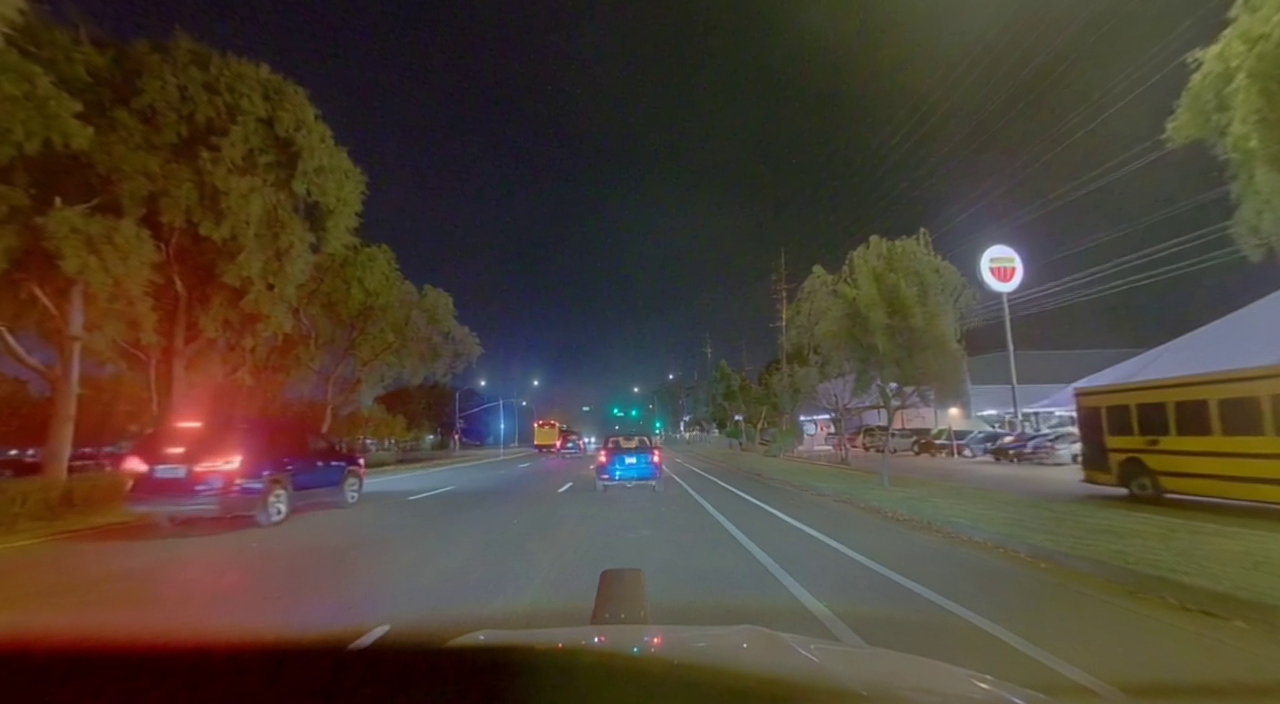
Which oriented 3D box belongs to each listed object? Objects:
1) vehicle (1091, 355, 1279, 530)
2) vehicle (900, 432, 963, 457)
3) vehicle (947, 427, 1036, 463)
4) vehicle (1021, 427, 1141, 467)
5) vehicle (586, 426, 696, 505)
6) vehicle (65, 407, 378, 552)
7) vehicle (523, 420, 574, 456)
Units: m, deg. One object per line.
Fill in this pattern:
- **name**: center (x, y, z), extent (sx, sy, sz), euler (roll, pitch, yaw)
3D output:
- **vehicle**: center (11.399, 1.522, 10.617), extent (2.754, 2.711, 6.196), euler (0, -9, -2)
- **vehicle**: center (17.832, 5.698, 38.811), extent (1.694, 1.451, 4.505), euler (0, -8, 0)
- **vehicle**: center (18.095, 4.838, 32.769), extent (1.841, 1.680, 4.842), euler (0, -9, 0)
- **vehicle**: center (18.310, 3.992, 26.471), extent (1.826, 1.532, 4.290), euler (0, -9, -1)
- **vehicle**: center (-0.033, 2.521, 14.399), extent (2.123, 1.498, 4.226), euler (0, -9, -1)
- **vehicle**: center (-6.068, 1.895, 10.034), extent (2.016, 1.748, 4.525), euler (0, -9, -3)
- **vehicle**: center (-6.936, 6.707, 48.838), extent (2.485, 2.556, 6.363), euler (-1, -9, 5)
